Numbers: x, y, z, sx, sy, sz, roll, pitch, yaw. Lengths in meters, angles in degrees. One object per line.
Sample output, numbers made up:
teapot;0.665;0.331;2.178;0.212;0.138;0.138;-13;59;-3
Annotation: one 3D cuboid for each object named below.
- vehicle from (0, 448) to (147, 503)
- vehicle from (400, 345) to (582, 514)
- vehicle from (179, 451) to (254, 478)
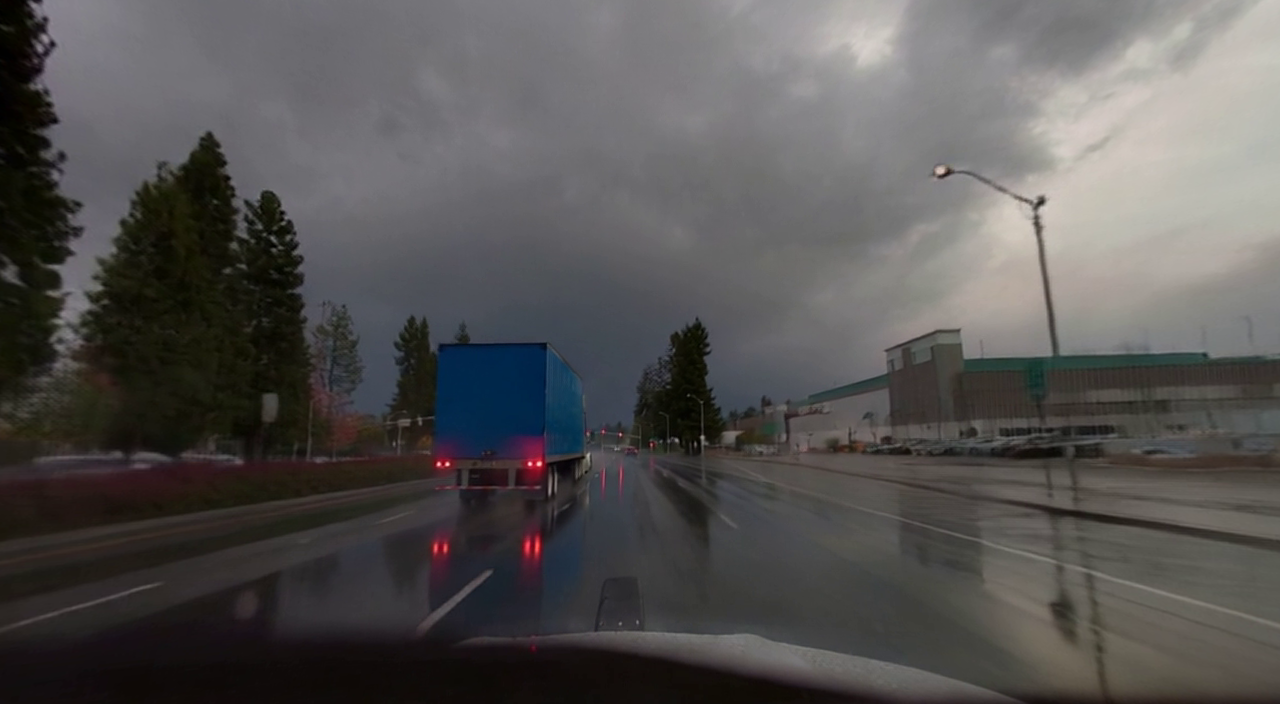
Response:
vehicle;-18.513;3.804;20.009;1.899;1.498;4.813;0;-9;0
vehicle;-3.388;2.184;17.069;2.910;3.419;8.376;0;-9;0
vehicle;-26.384;6.989;39.523;1.813;1.503;4.392;0;-9;-3
